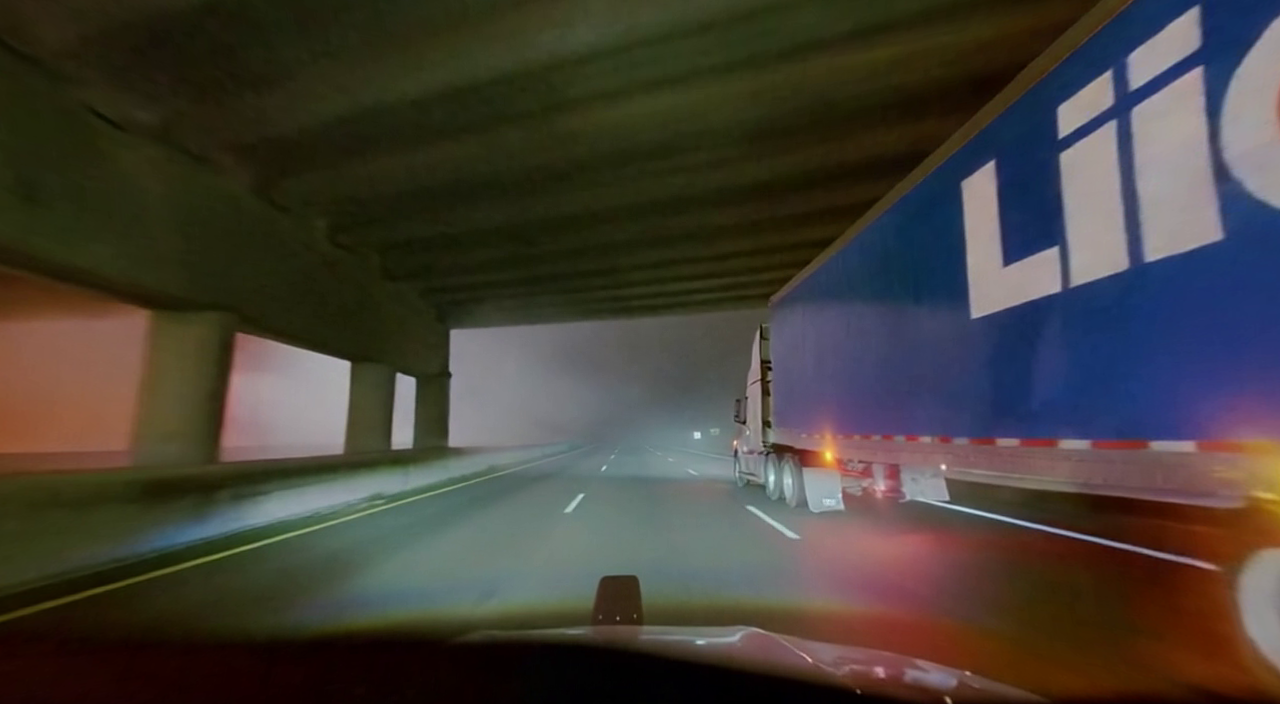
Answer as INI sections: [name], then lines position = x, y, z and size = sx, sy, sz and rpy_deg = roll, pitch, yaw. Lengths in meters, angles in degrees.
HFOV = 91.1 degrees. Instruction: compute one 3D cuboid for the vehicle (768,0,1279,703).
[vehicle]
position = 4.212, -0.073, 5.329
size = 3.034, 4.194, 14.704
rpy_deg = 0, -8, 0
